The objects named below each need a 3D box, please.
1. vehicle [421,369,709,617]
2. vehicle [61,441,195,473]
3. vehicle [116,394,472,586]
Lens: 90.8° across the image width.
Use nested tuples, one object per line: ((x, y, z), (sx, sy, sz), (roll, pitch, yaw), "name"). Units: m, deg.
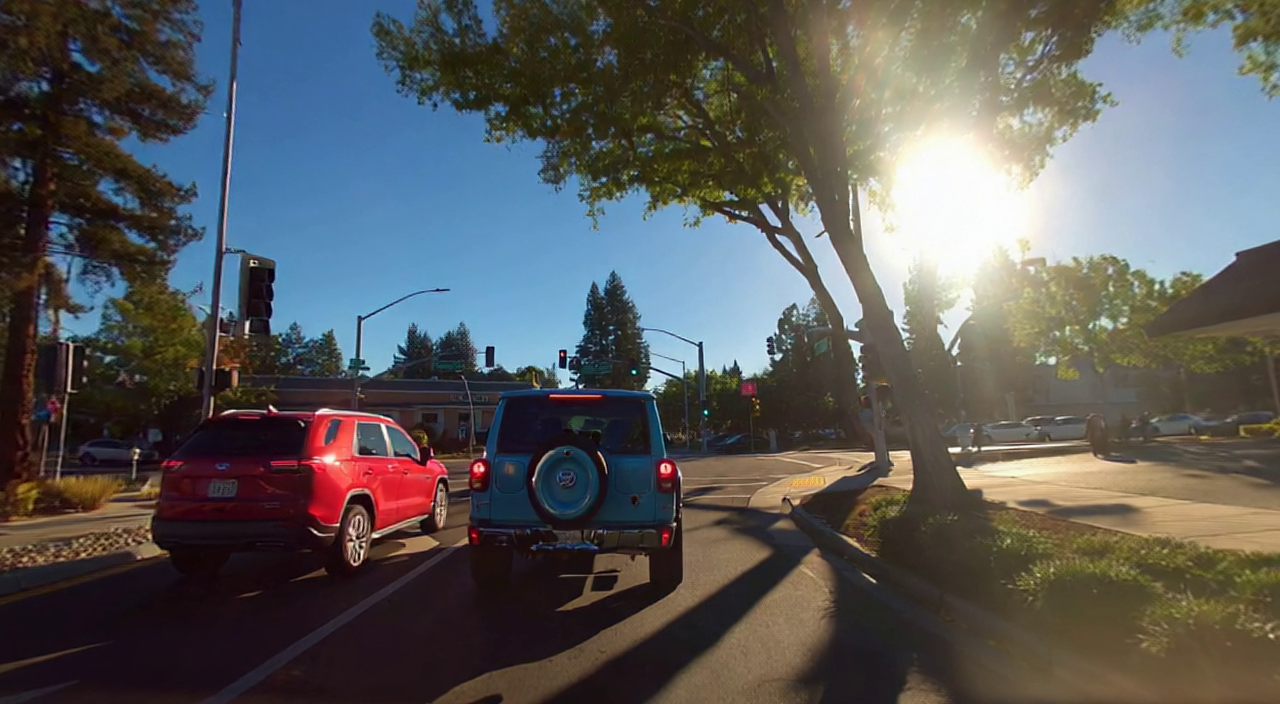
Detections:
((-0.627, 1.438, 7.331), (2.224, 1.923, 4.643), (0, -8, -1), "vehicle")
((-25.235, 5.181, 31.372), (4.713, 1.445, 1.887), (4, -9, -24), "vehicle")
((-3.908, 1.651, 8.343), (2.130, 1.819, 4.497), (0, -8, 0), "vehicle")
